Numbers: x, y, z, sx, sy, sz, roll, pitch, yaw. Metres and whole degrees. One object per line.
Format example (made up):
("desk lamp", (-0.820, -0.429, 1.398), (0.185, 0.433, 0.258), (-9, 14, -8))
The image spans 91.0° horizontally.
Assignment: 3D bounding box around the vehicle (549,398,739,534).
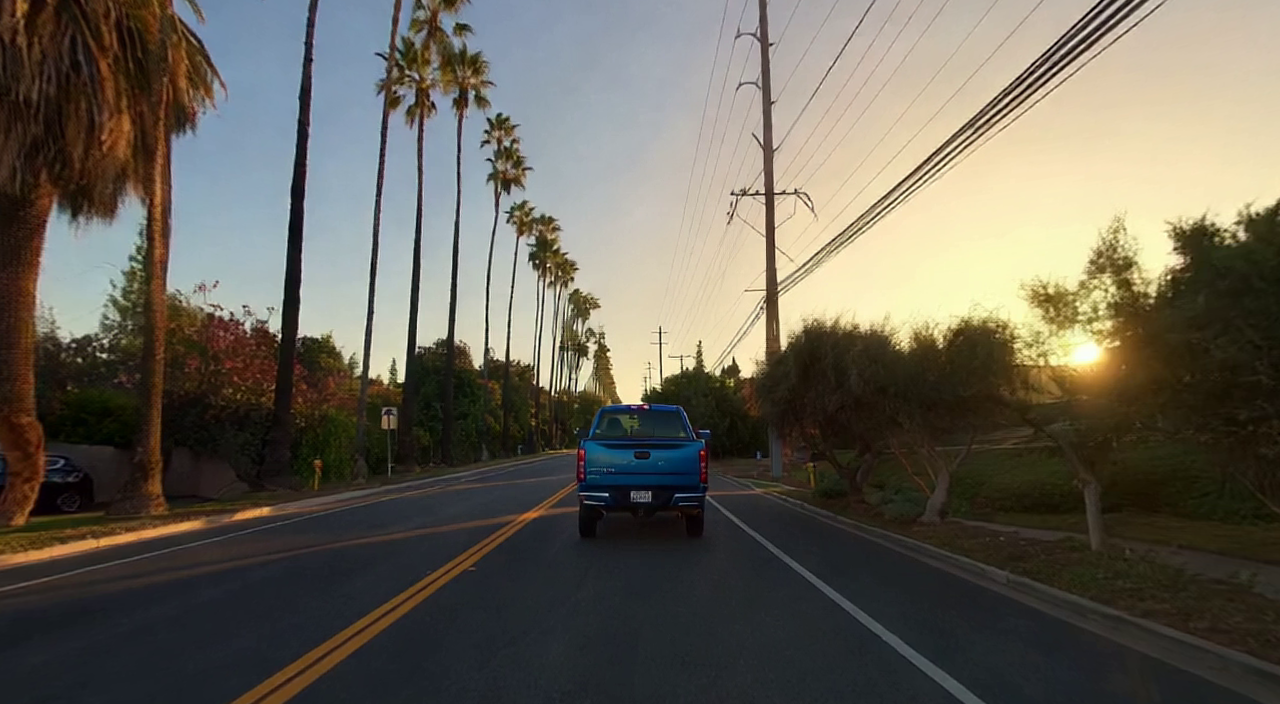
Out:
("vehicle", (0.022, 2.129, 12.332), (2.803, 2.005, 5.885), (0, -8, -1))
